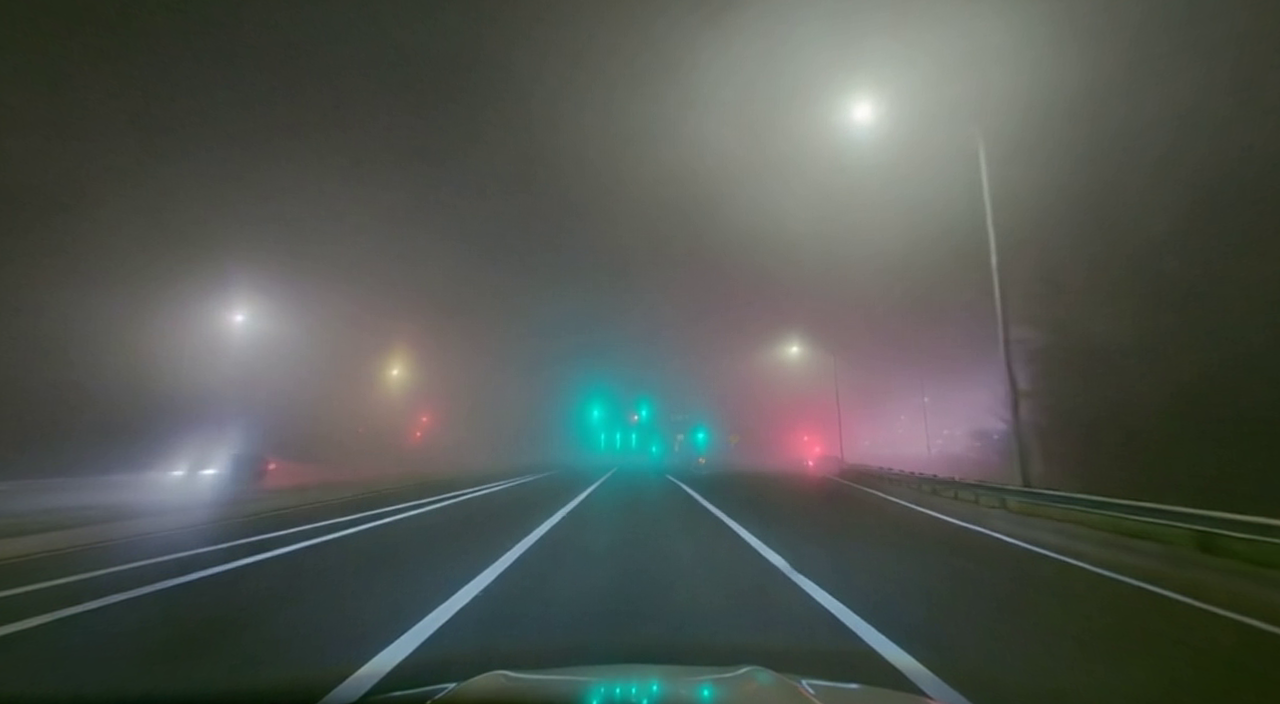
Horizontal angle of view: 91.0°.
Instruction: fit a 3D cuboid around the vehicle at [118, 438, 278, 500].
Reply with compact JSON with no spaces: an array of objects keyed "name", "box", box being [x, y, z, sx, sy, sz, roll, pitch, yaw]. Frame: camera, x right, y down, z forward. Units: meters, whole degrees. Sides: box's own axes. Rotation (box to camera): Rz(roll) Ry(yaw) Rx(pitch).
[{"name":"vehicle","box":[-13.855,3.666,20.162,2.020,1.719,4.366,0,-9,-2]}]
